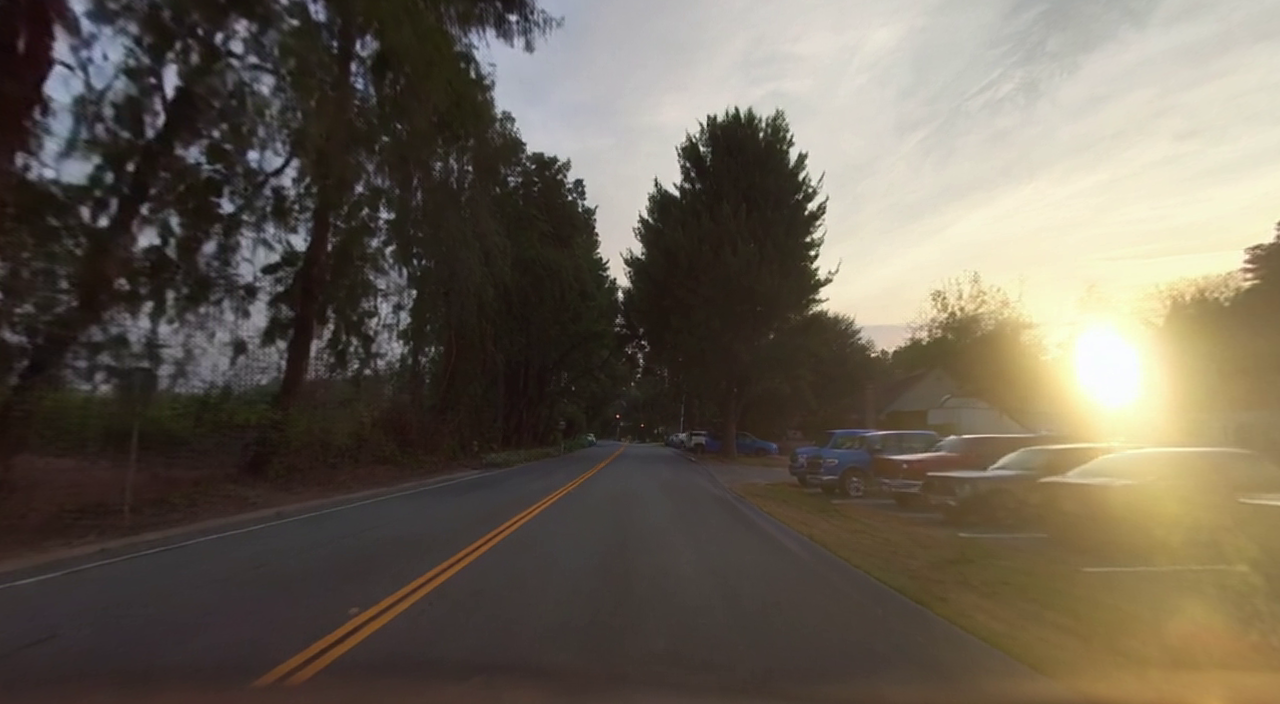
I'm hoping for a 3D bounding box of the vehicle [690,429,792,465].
[{"bbox_3d":[6.098,5.850,38.874,5.797,2.070,2.502,0,-8,-1],"label":"vehicle"}]

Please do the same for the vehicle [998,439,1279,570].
[{"bbox_3d":[7.271,1.896,8.300,3.930,1.475,1.933,0,-8,-1],"label":"vehicle"}]
